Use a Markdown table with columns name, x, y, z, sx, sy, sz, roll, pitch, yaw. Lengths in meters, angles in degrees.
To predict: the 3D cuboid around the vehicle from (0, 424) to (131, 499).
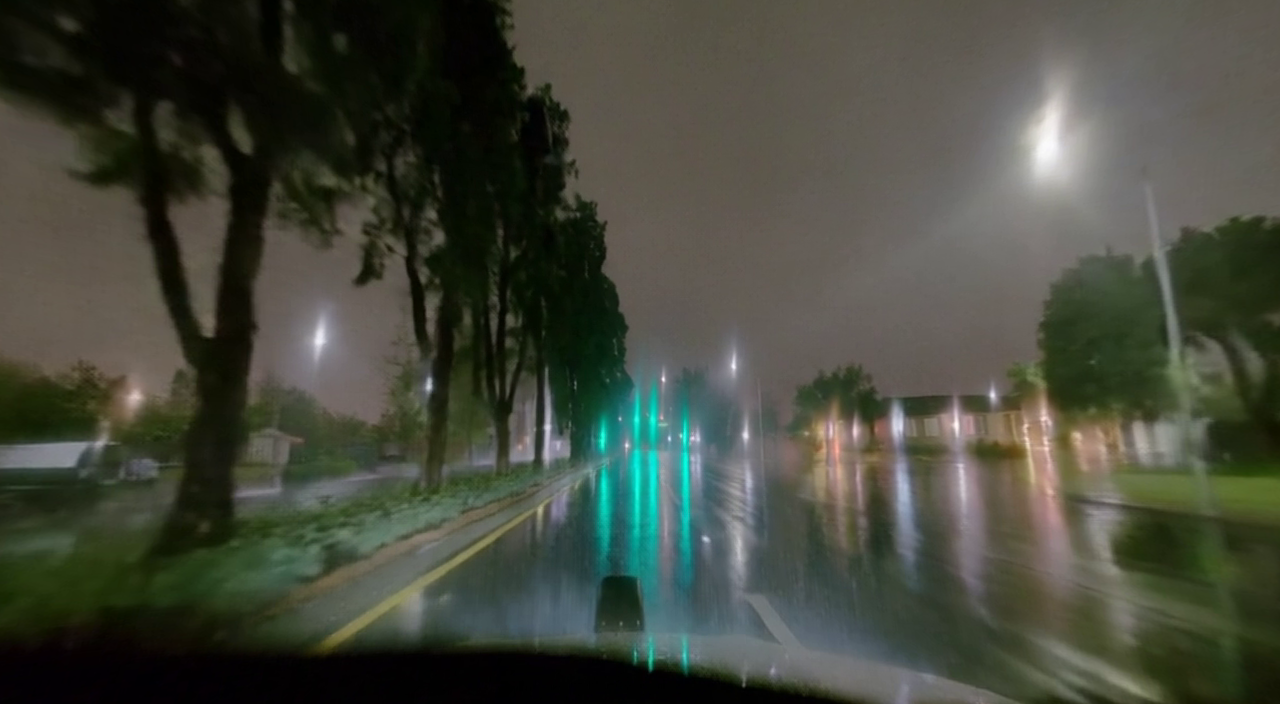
| name | x | y | z | sx | sy | sz | roll | pitch | yaw |
| --- | --- | --- | --- | --- | --- | --- | --- | --- | --- |
| vehicle | -28.936 | 5.164 | 29.230 | 8.492 | 3.055 | 3.116 | -4 | -9 | 6 |
